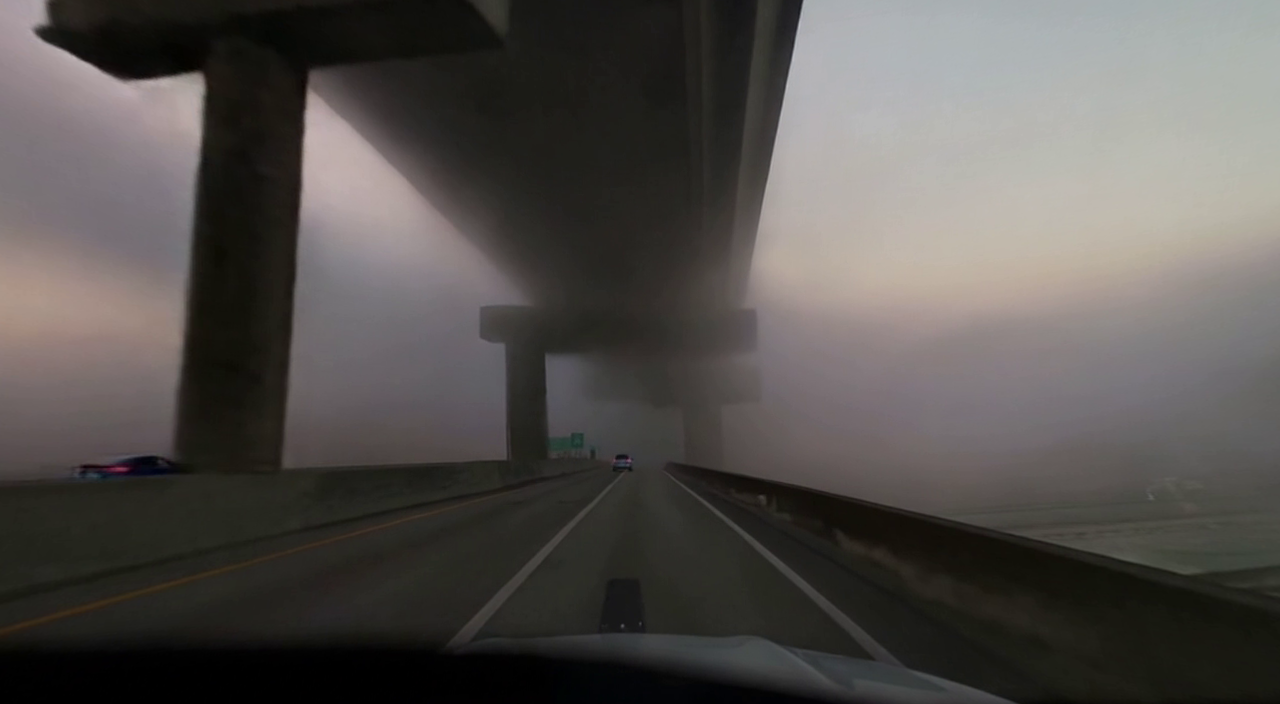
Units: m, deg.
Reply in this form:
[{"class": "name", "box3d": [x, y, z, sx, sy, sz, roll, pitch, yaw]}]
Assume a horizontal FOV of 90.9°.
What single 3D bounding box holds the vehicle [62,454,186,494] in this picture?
[{"class": "vehicle", "box3d": [-23.891, 5.634, 29.452, 1.817, 1.626, 4.551, -1, -9, 2]}]
